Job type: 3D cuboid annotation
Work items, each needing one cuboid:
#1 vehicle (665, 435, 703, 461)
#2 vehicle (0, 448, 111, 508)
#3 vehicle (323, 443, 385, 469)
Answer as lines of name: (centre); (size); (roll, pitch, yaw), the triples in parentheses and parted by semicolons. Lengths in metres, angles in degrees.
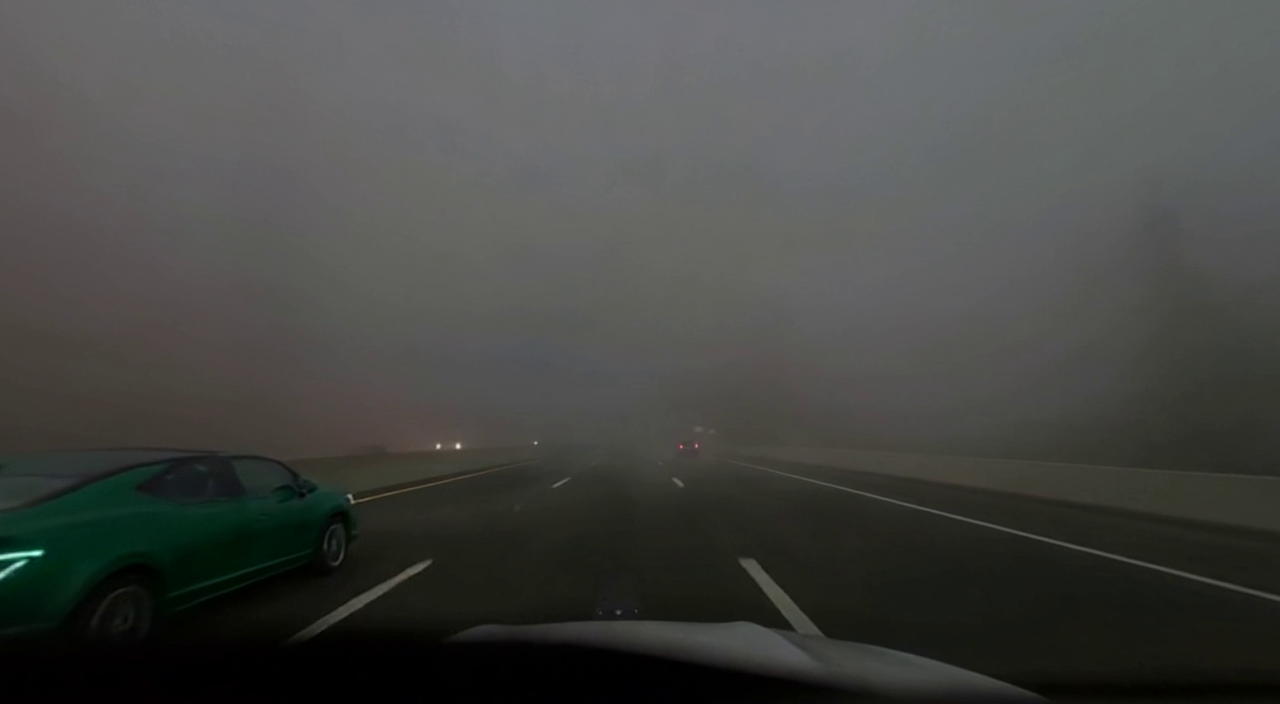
vehicle: (2.555, 5.661, 37.257); (1.946, 1.481, 3.969); (0, -8, 0)
vehicle: (-17.508, 3.488, 17.610); (1.805, 1.497, 4.056); (0, -8, 1)
vehicle: (-17.374, 6.310, 38.426); (1.856, 1.500, 3.975); (0, -8, 2)
